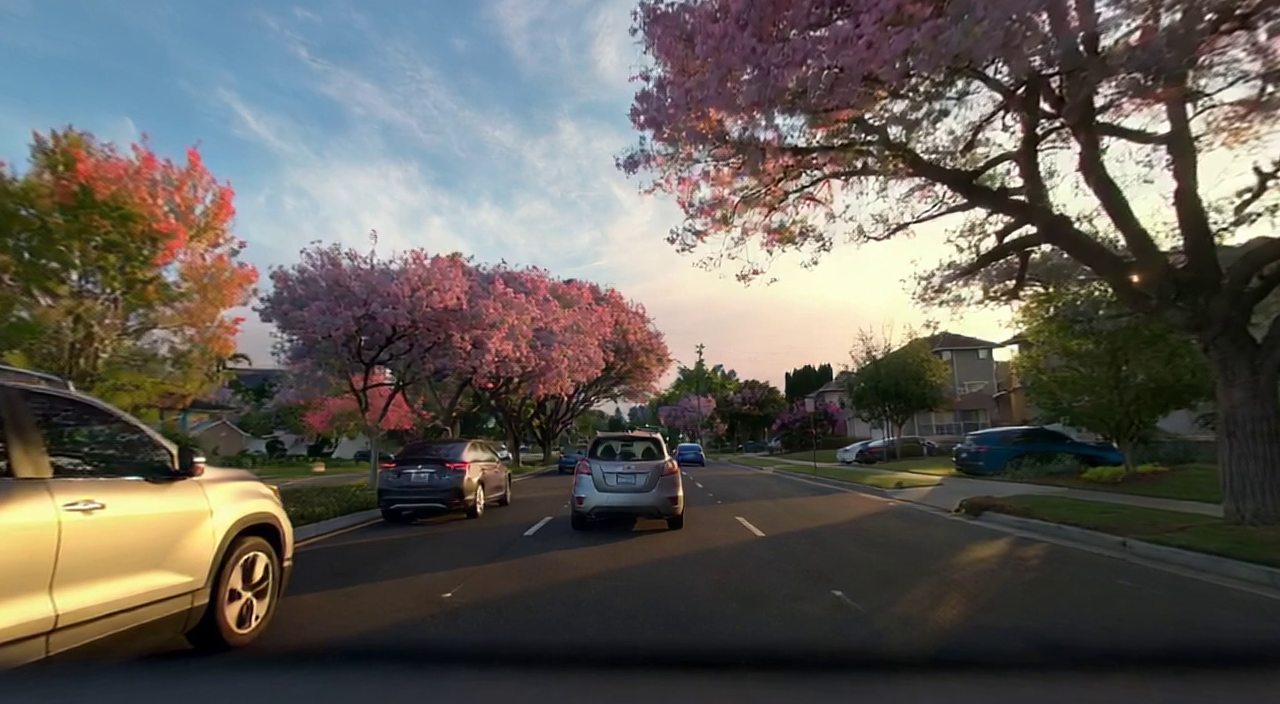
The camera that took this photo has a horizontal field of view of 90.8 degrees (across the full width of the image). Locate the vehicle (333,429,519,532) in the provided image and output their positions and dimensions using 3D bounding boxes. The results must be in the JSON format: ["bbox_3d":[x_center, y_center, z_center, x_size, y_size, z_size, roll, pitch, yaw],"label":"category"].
[{"bbox_3d":[-3.671,2.265,11.731,2.066,1.565,3.905,0,-8,0],"label":"vehicle"}]

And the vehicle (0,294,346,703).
[{"bbox_3d":[-3.584,0.821,2.965,2.161,1.919,4.798,0,-8,-1],"label":"vehicle"}]

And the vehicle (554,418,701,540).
[{"bbox_3d":[-0.202,2.015,10.590,1.997,1.636,3.760,0,-8,-1],"label":"vehicle"}]
